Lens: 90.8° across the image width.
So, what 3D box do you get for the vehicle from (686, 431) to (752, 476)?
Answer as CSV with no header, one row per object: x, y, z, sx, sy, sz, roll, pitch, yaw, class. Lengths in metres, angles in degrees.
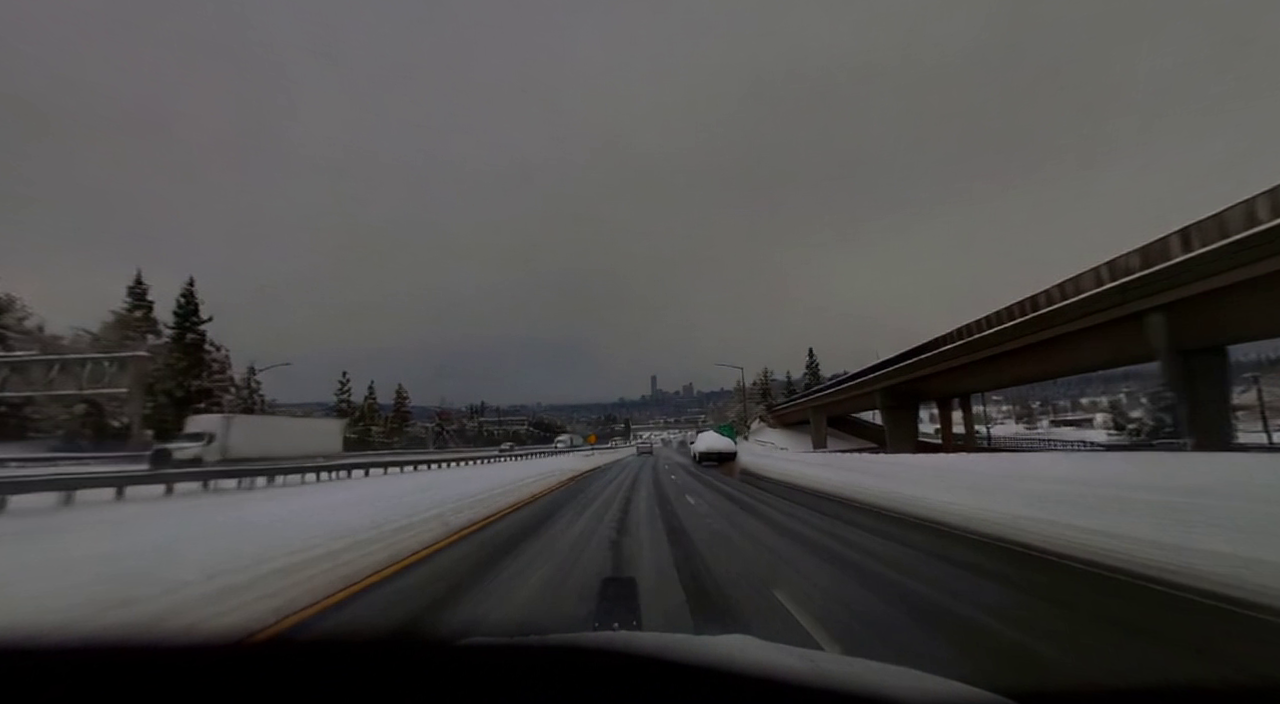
3.346,4.436,27.801,2.226,1.779,4.835,0,-9,-1,vehicle

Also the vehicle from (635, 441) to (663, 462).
0.706,7.574,48.080,2.046,1.475,3.784,0,-9,1,vehicle

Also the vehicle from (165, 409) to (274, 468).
-30.250,6.289,45.857,3.000,3.923,6.648,-1,-9,2,vehicle
